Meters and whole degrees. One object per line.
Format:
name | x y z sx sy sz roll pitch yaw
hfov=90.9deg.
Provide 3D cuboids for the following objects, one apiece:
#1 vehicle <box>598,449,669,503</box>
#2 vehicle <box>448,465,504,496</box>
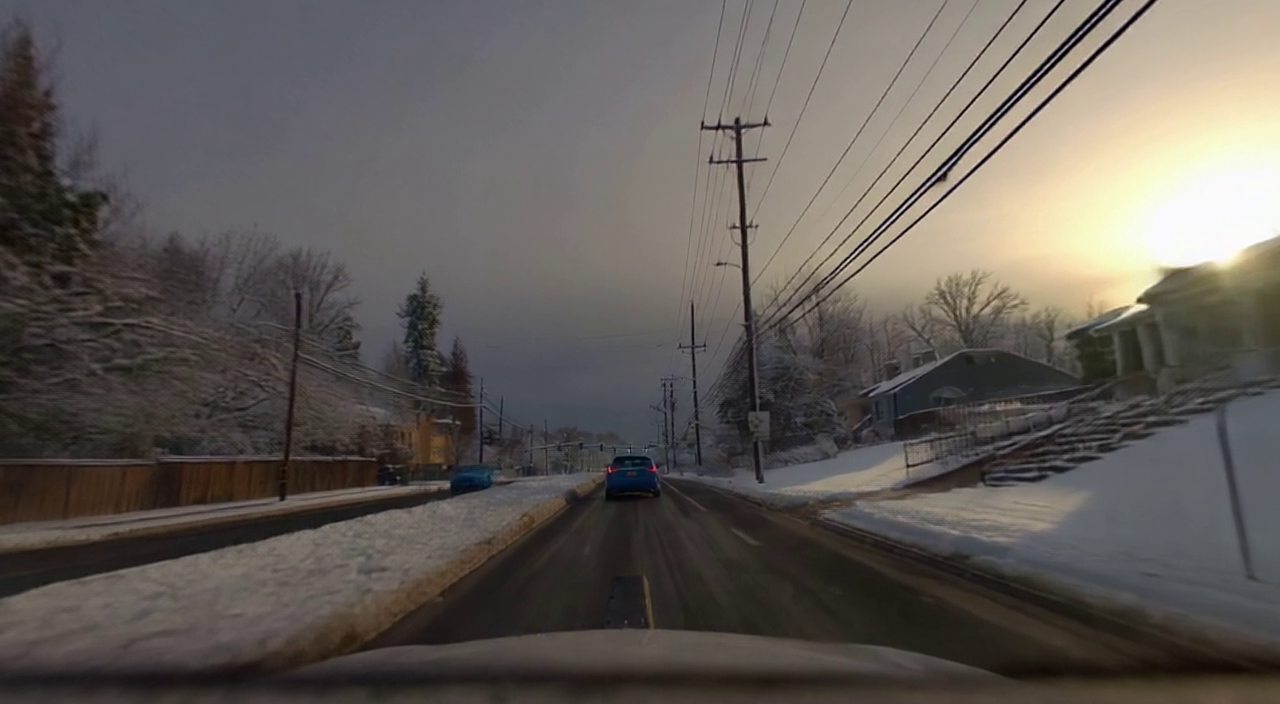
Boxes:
vehicle | -0.228 4.205 21.835 2.200 1.653 4.127 0 -9 -1
vehicle | -9.379 7.379 36.440 1.960 1.490 4.674 0 -9 1
